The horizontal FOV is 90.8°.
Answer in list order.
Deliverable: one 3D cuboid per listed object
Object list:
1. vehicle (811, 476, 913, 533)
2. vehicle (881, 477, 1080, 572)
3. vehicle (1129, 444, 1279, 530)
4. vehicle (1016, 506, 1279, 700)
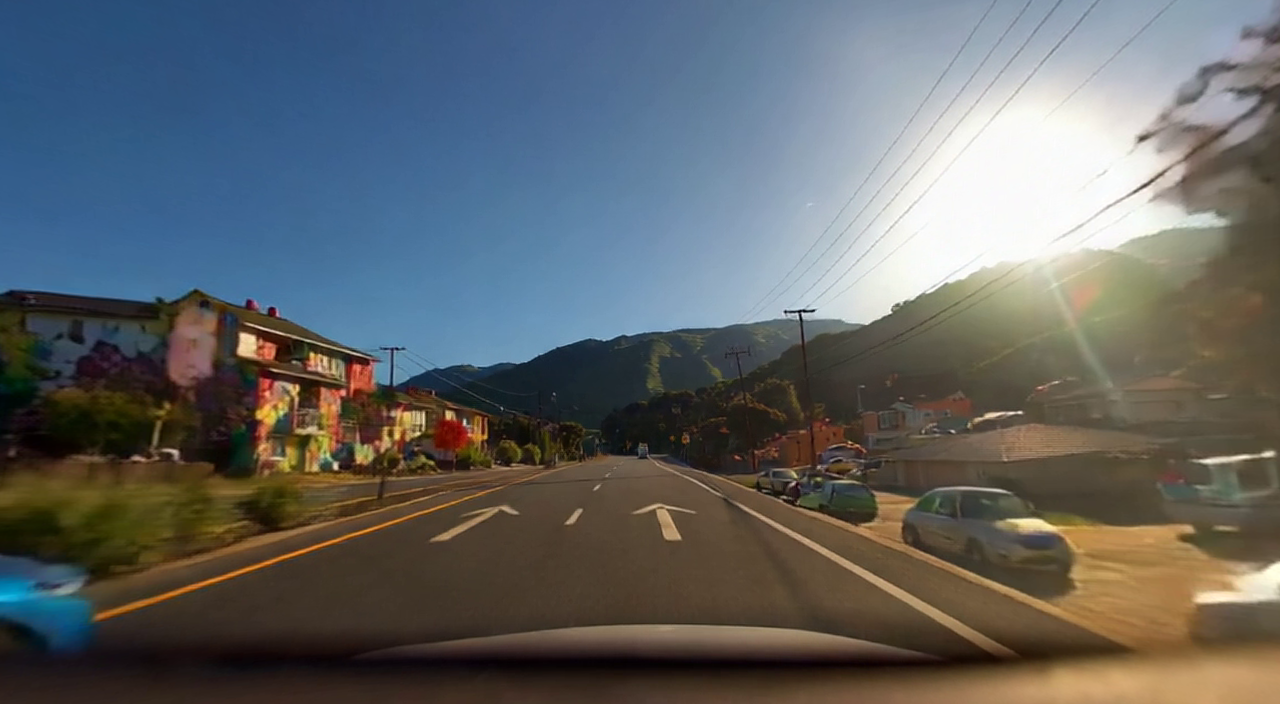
[{"bbox_3d":[7.098,4.895,20.652,1.849,1.439,4.143,0,-9,1],"label":"vehicle"},{"bbox_3d":[6.905,3.498,13.417,1.838,1.475,4.152,0,-9,-1],"label":"vehicle"},{"bbox_3d":[15.249,3.239,15.501,4.798,1.934,1.908,0,-9,0],"label":"vehicle"},{"bbox_3d":[6.893,2.853,7.975,1.797,1.401,4.088,0,-9,1],"label":"vehicle"}]
